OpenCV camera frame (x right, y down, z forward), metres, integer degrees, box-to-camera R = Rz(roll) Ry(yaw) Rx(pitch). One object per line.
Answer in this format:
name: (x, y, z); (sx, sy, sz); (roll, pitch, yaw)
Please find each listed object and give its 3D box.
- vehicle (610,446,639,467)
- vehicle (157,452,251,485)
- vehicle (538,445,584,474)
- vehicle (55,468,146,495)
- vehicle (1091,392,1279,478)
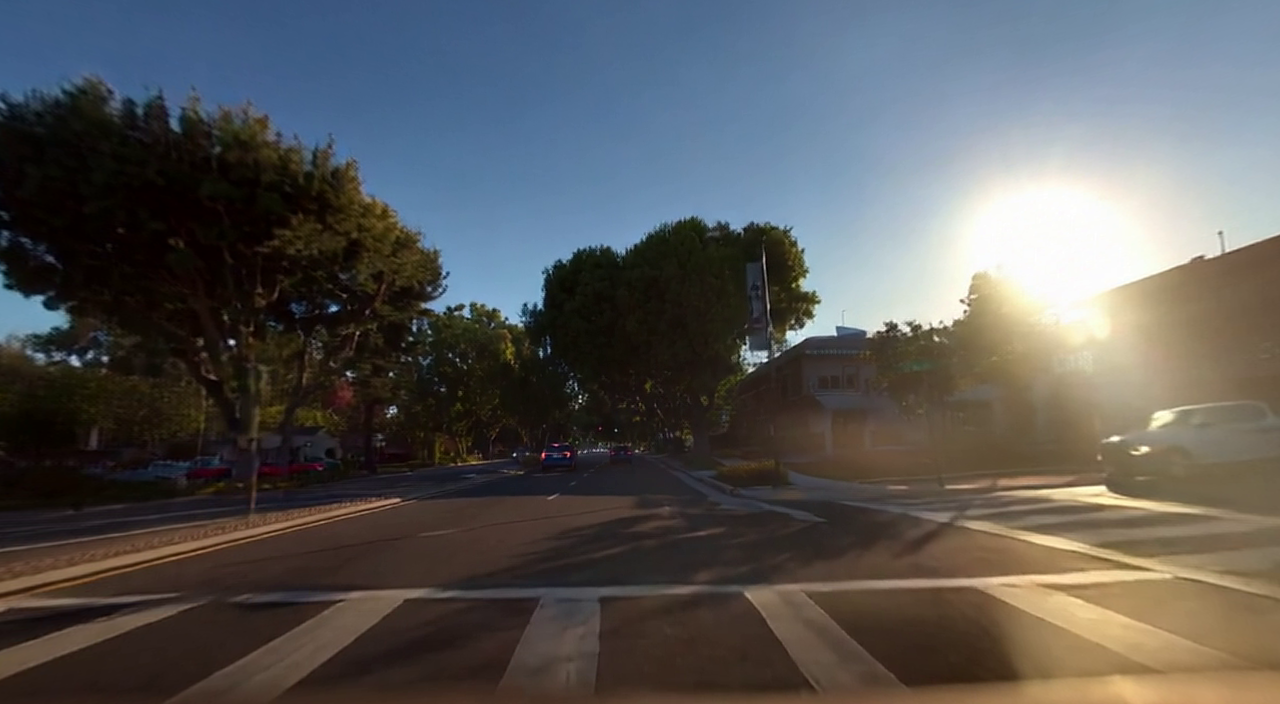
vehicle: (-1.178, 8.088, 48.915); (2.187, 1.478, 4.138); (0, -8, -1)
vehicle: (-30.866, 8.269, 44.691); (4.865, 2.217, 2.192); (0, -8, -3)
vehicle: (-4.277, 5.902, 34.744); (2.083, 1.460, 4.527); (0, -8, -1)
vehicle: (-38.165, 9.170, 44.620); (4.495, 1.504, 2.023); (-3, -9, -5)
vehicle: (15.114, 2.118, 16.063); (5.230, 2.007, 2.410); (0, -8, 1)
